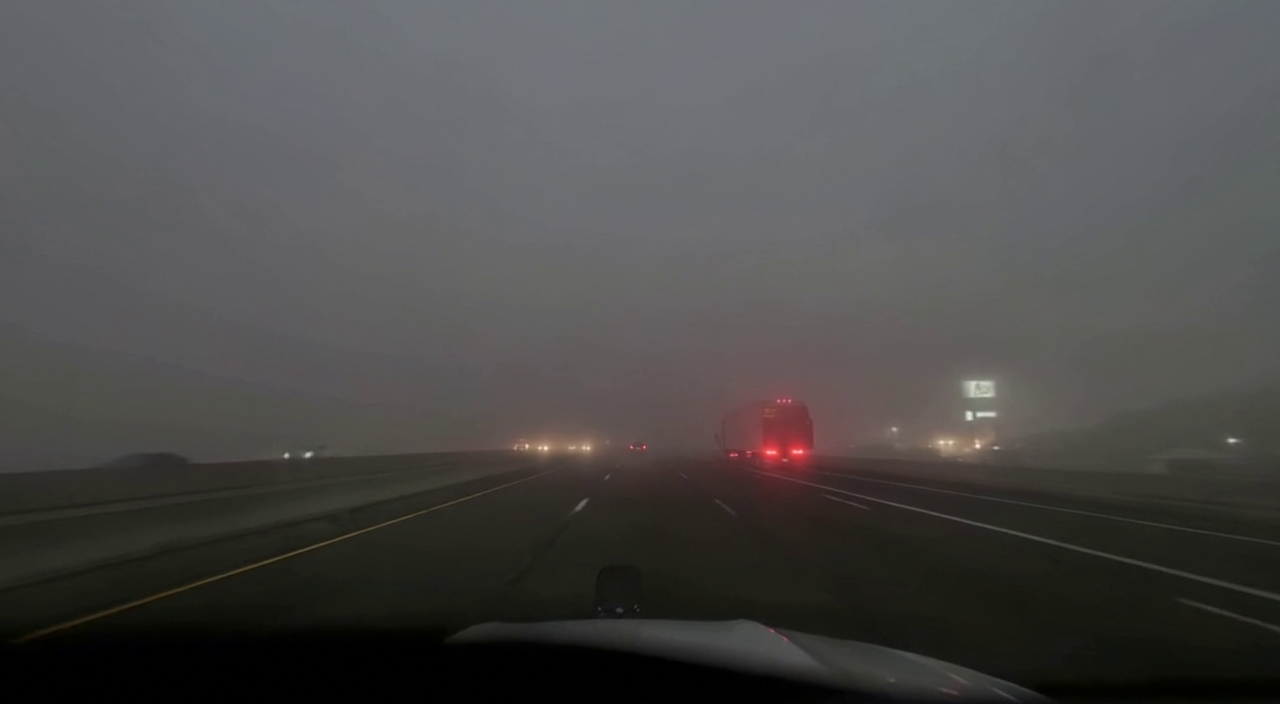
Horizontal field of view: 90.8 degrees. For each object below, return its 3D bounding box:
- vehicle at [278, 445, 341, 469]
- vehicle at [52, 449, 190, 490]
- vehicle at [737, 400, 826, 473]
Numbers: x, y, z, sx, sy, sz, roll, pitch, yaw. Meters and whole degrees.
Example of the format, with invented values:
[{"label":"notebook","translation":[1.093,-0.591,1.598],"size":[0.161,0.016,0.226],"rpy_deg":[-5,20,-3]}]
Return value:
[{"label":"vehicle","translation":[-25.681,8.123,49.240],"size":[2.177,1.782,5.071],"rpy_deg":[0,-8,0]},{"label":"vehicle","translation":[-21.602,4.878,26.581],"size":[1.862,1.505,4.617],"rpy_deg":[0,-8,1]},{"label":"vehicle","translation":[6.867,4.332,31.961],"size":[2.793,3.204,7.997],"rpy_deg":[0,-8,1]}]
